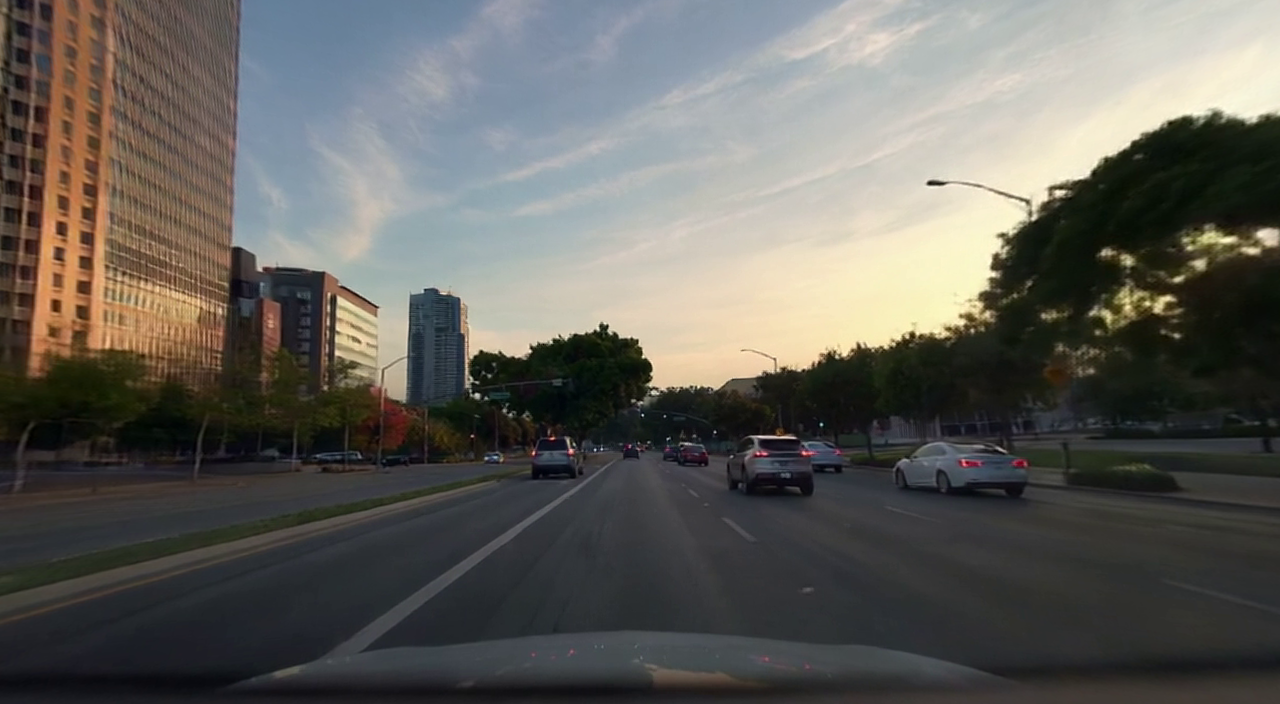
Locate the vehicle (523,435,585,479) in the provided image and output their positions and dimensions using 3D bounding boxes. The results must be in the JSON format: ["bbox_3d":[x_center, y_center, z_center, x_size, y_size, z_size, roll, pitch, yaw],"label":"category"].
[{"bbox_3d":[-3.755,4.678,28.356,2.155,1.797,3.989,-1,-8,1],"label":"vehicle"}]

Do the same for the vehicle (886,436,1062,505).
[{"bbox_3d":[8.336,2.980,16.396,1.944,1.503,4.723,0,-8,0],"label":"vehicle"}]

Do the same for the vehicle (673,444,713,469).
[{"bbox_3d":[3.336,6.686,40.733,2.054,1.473,4.511,0,-8,-2],"label":"vehicle"}]

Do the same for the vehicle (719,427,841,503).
[{"bbox_3d":[3.619,3.025,17.360,2.152,1.742,4.704,0,-8,-1],"label":"vehicle"}]
